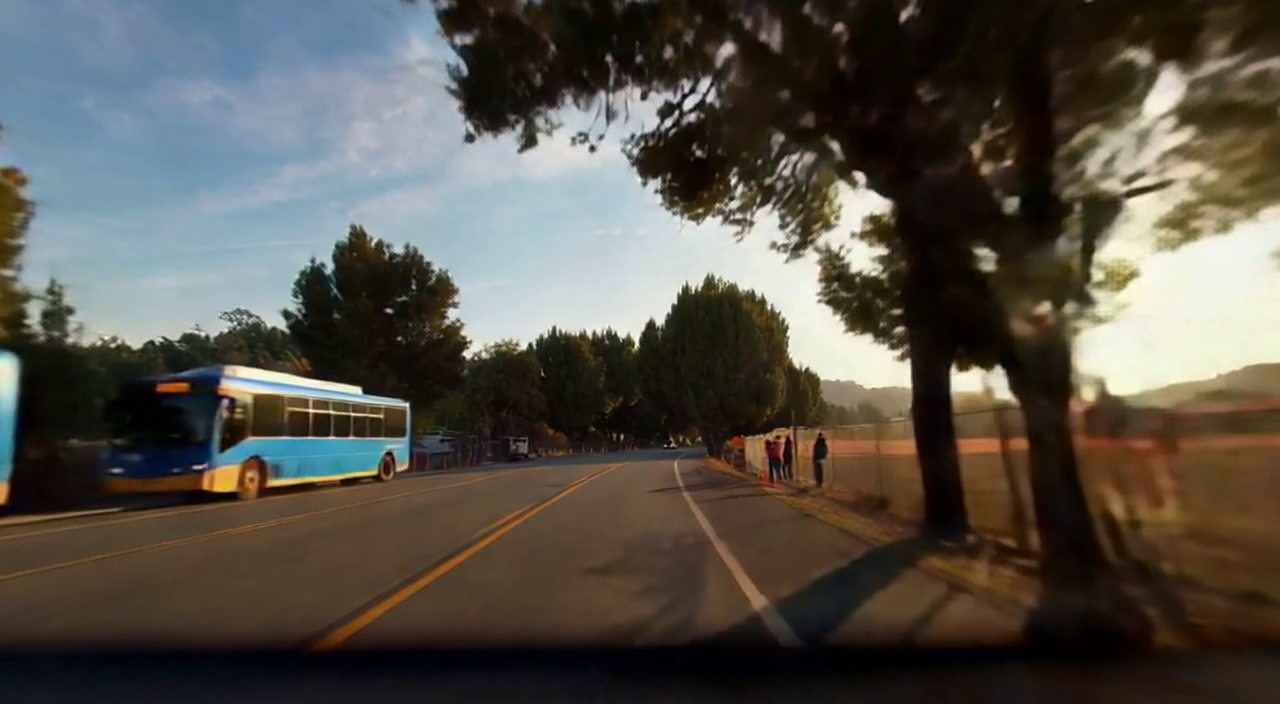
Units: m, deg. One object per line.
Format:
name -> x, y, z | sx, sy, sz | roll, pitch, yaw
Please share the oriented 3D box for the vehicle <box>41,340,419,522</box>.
vehicle -> -10.531, 2.369, 19.090 | 3.092, 3.562, 12.230 | -3, -7, 1
